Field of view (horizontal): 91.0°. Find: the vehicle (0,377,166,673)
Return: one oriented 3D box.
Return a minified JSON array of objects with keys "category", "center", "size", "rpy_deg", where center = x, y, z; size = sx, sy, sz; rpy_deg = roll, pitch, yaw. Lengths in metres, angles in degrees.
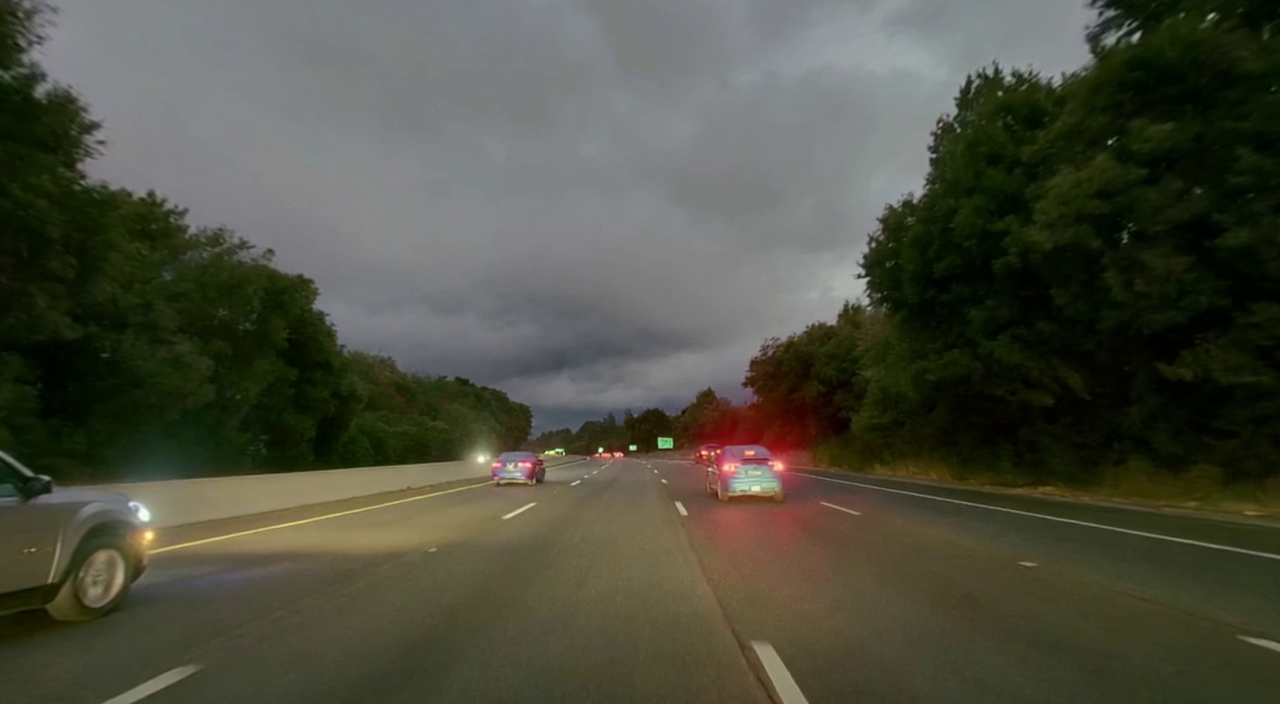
[{"category":"vehicle","center":[-4.876,0.887,2.820],"size":[2.079,1.745,4.281],"rpy_deg":[0,-9,1]}]

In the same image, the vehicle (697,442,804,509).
[{"category":"vehicle","center":[2.810,3.260,17.075],"size":[2.120,1.572,4.344],"rpy_deg":[0,-9,0]}]

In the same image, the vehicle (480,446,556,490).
[{"category":"vehicle","center":[-4.520,4.366,24.033],"size":[2.009,1.488,4.289],"rpy_deg":[0,-9,1]}]
